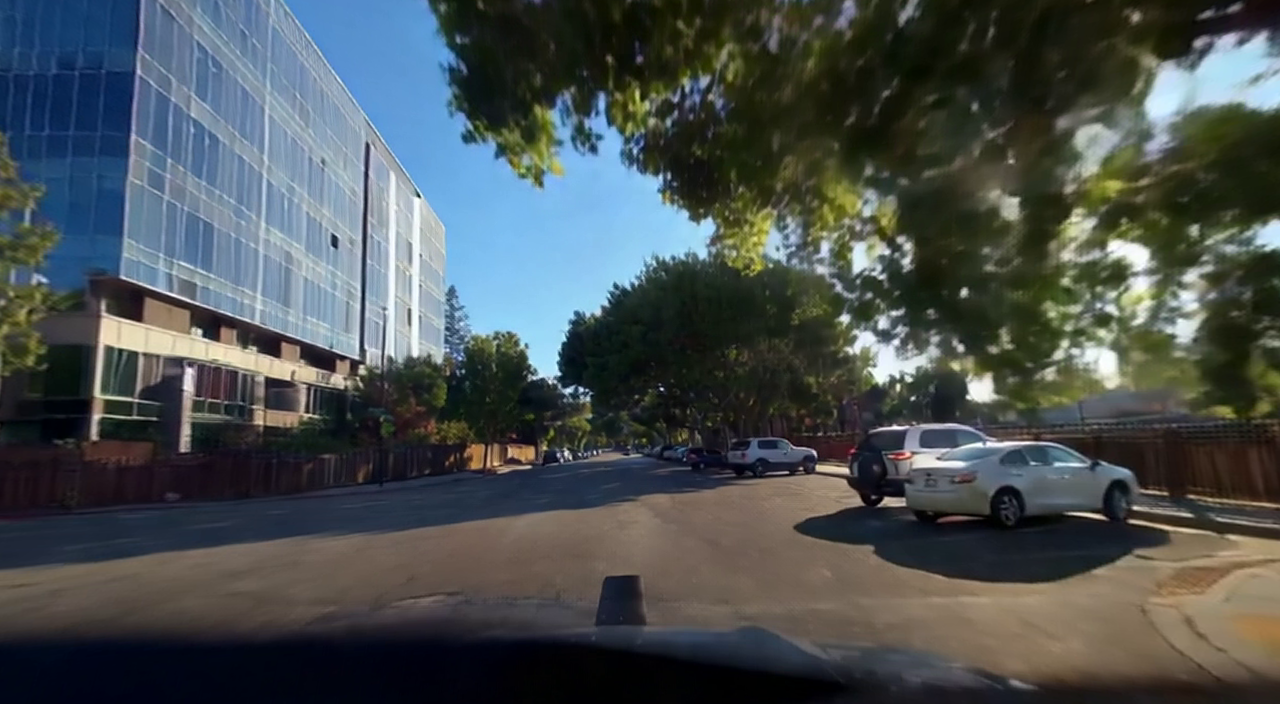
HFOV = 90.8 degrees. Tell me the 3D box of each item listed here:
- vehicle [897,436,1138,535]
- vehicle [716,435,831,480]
[{"bbox_3d":[6.993,2.330,11.620,4.402,1.474,1.957,6,-10,-32],"label":"vehicle"},{"bbox_3d":[6.424,5.001,30.292,5.061,1.829,2.274,2,-9,-29],"label":"vehicle"}]
